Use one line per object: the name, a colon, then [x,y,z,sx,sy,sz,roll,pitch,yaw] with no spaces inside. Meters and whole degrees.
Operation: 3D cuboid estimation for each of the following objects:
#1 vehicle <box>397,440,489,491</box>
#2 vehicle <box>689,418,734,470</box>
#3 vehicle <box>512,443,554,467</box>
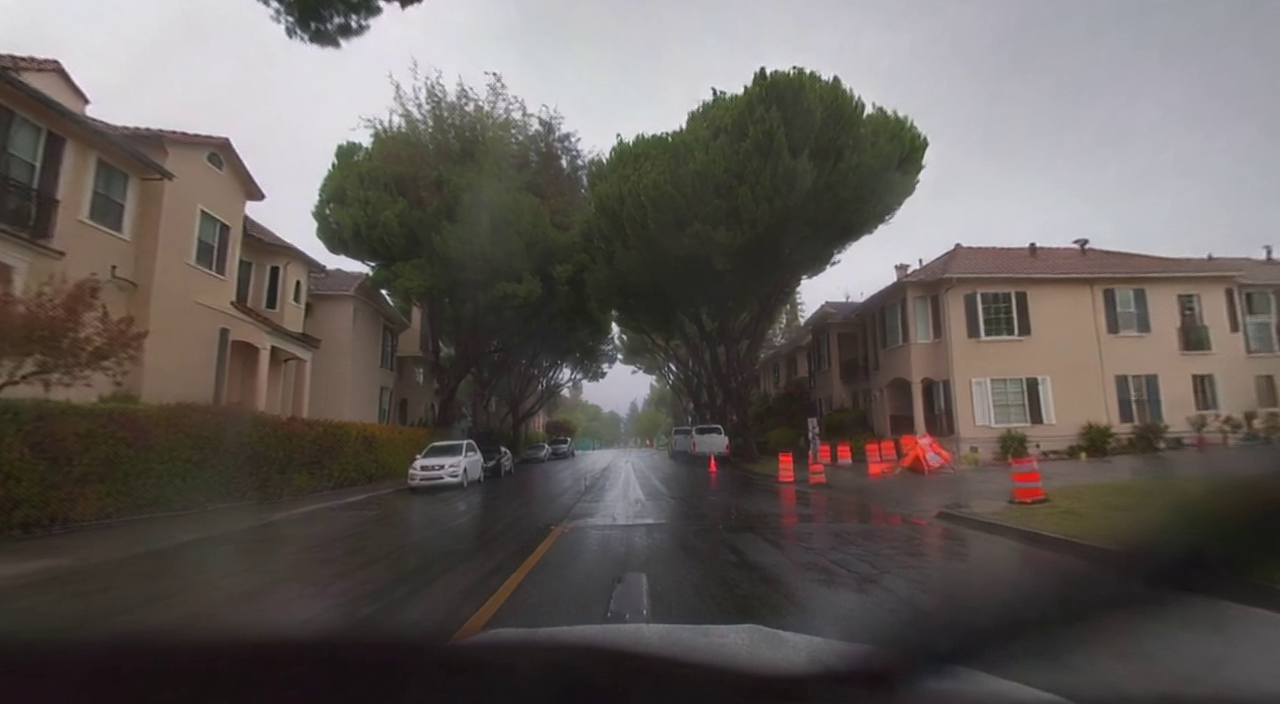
vehicle: [-6.881,3.981,22.569,1.957,1.608,4.476,0,-8,-1]
vehicle: [3.697,4.838,33.278,2.082,2.534,3.248,-2,-8,3]
vehicle: [-7.017,6.830,41.896,1.974,1.479,4.607,0,-8,0]
